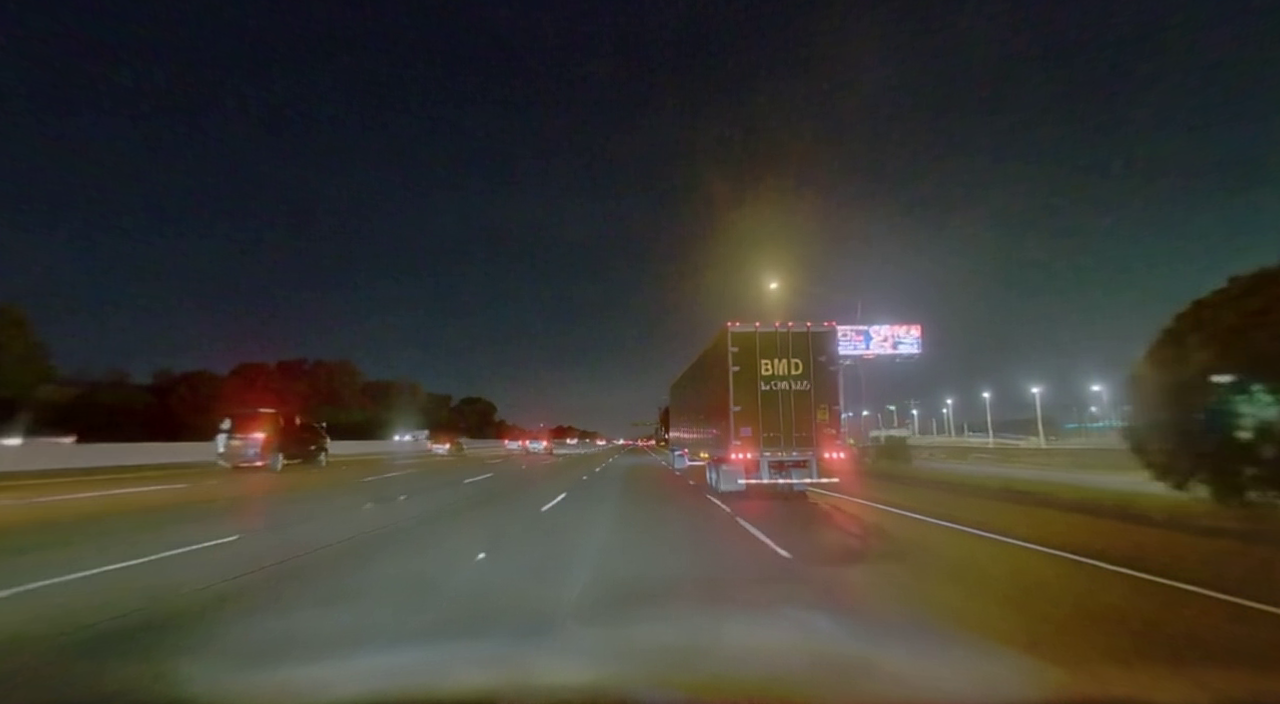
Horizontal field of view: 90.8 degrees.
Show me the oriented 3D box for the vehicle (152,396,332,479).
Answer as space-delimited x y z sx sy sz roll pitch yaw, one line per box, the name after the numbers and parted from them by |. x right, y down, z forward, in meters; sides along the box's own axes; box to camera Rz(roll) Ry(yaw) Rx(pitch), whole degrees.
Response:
-13.940 3.104 22.835 2.307 2.571 6.260 0 -8 0 | vehicle

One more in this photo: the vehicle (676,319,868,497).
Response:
3.327 2.280 21.494 2.891 3.944 15.051 0 -8 -2 | vehicle

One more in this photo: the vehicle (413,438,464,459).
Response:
-14.074 6.771 44.406 2.067 1.398 4.863 0 -8 -1 | vehicle

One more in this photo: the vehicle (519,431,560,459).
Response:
-7.303 6.801 46.333 2.100 1.905 5.119 0 -8 1 | vehicle
